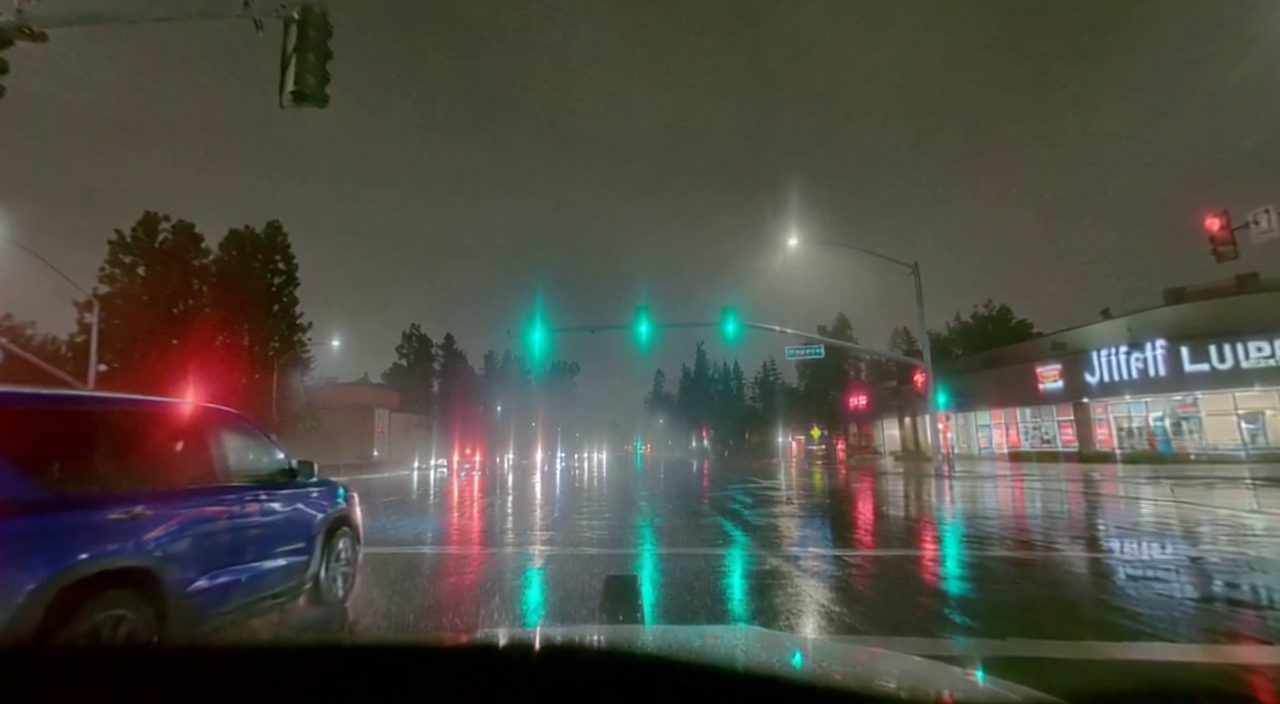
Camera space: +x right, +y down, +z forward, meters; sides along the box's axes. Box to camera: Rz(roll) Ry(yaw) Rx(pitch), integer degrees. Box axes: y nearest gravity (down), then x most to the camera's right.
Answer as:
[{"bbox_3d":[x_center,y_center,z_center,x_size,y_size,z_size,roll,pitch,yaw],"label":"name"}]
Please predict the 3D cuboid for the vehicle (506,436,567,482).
[{"bbox_3d":[-4.559,4.641,27.783,2.384,1.787,5.038,1,-9,-10],"label":"vehicle"}]

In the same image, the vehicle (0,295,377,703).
[{"bbox_3d":[-3.722,1.011,4.090,2.313,1.883,5.016,1,-9,-6],"label":"vehicle"}]

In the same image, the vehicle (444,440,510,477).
[{"bbox_3d":[-8.415,5.532,33.156,2.273,1.791,4.809,0,-8,-1],"label":"vehicle"}]

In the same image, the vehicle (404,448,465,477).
[{"bbox_3d":[-11.318,6.076,35.119,2.003,1.476,4.082,0,-8,1],"label":"vehicle"}]

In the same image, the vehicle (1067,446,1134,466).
[{"bbox_3d":[34.561,7.816,47.461,3.740,1.433,1.646,0,-8,-1],"label":"vehicle"}]

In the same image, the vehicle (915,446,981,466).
[{"bbox_3d":[23.937,8.092,49.195,4.135,1.417,1.851,-2,-9,2],"label":"vehicle"}]
